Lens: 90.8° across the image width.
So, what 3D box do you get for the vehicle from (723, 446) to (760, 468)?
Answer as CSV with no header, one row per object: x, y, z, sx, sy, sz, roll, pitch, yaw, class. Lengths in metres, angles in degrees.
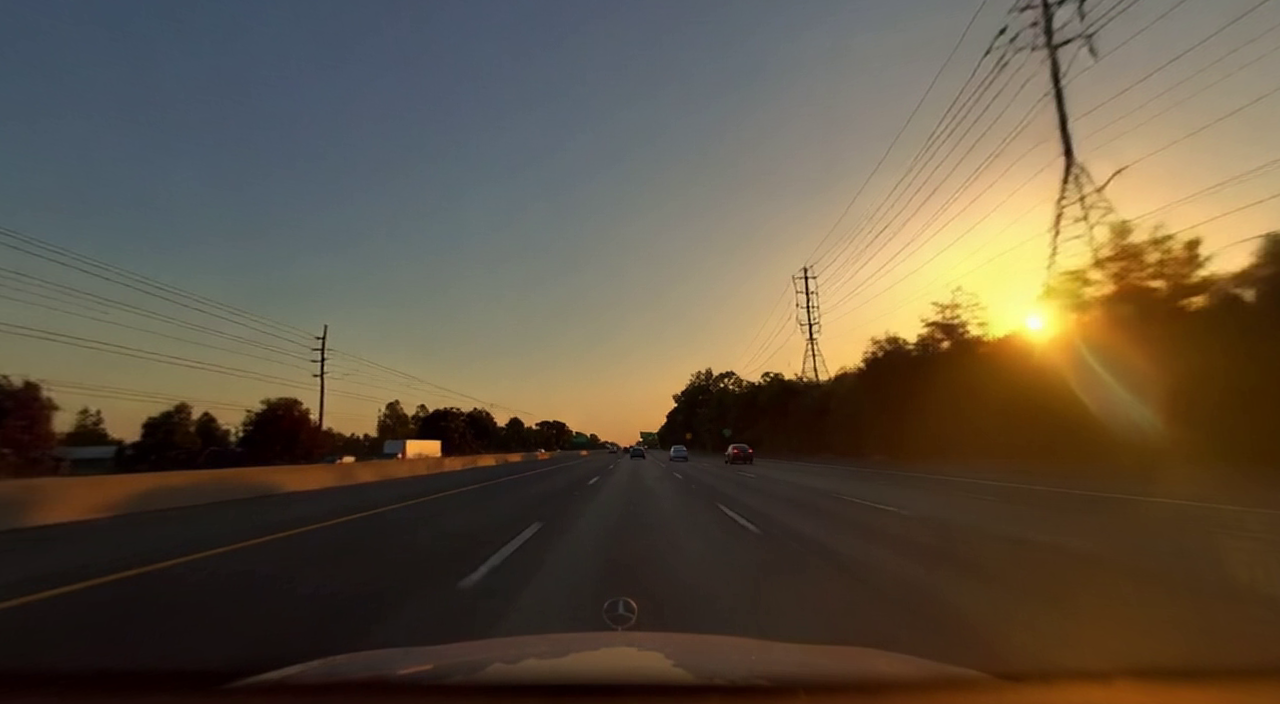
7.113,7.402,44.721,1.817,1.440,4.075,0,-9,-1,vehicle
